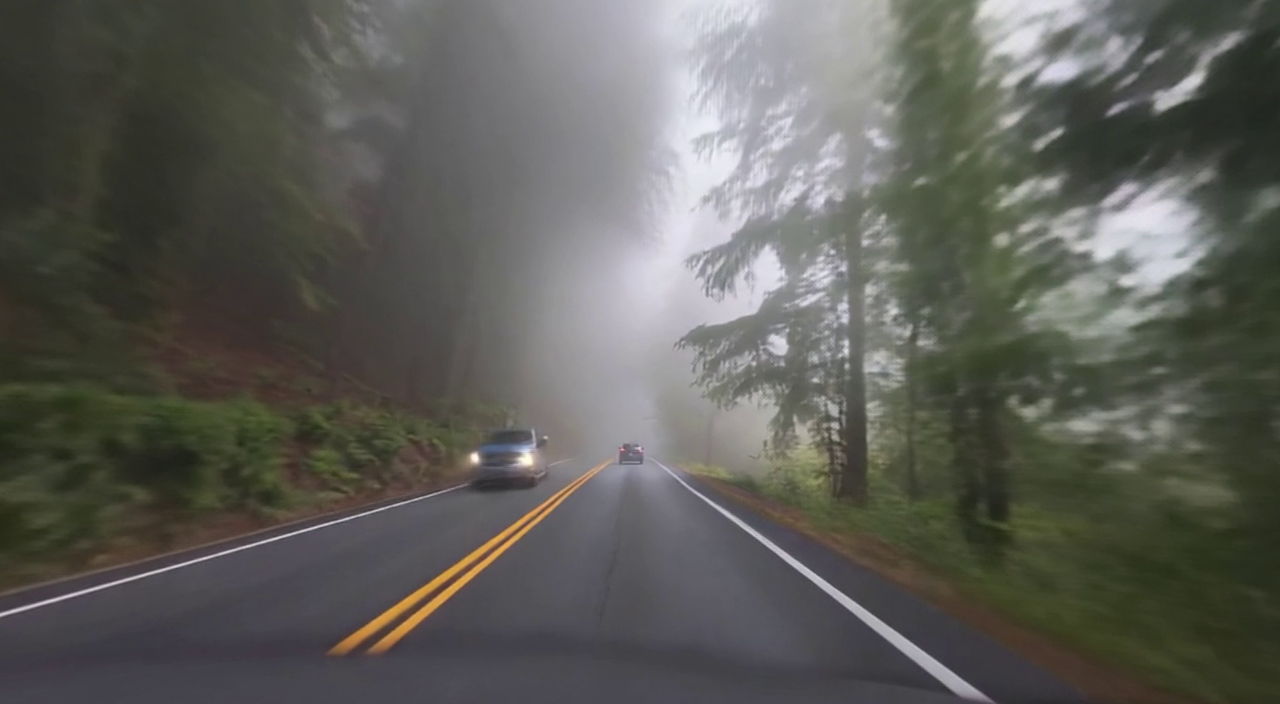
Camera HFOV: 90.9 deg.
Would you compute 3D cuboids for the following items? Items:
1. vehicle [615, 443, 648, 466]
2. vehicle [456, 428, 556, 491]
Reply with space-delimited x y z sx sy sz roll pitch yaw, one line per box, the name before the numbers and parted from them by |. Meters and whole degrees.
vehicle | -0.593 7.001 43.308 2.120 1.491 4.349 0 -9 -1
vehicle | -4.364 3.614 21.571 2.223 1.836 5.392 -1 -9 0
